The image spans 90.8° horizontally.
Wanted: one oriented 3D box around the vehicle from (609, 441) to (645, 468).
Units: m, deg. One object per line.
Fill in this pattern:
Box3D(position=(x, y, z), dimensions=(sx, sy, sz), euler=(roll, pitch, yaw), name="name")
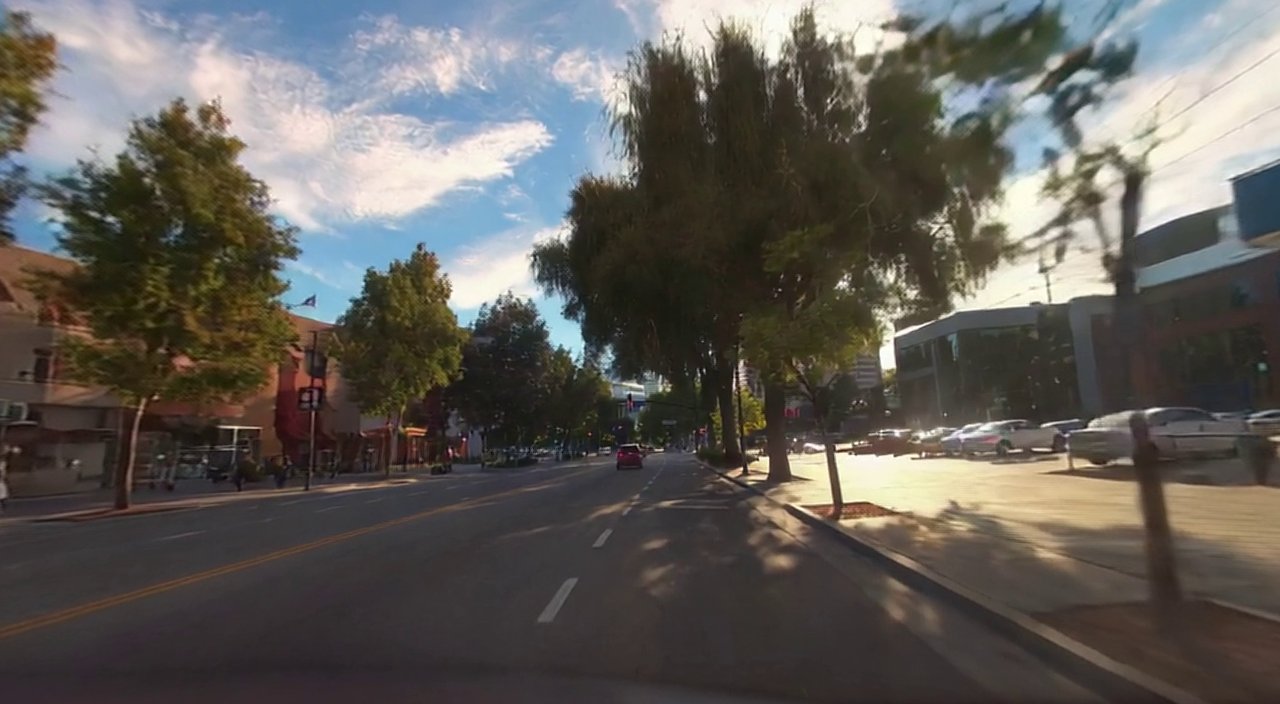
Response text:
Box3D(position=(-0.837, 7.044, 43.614), dimensions=(2.101, 1.721, 4.364), euler=(0, -8, 4), name="vehicle")
